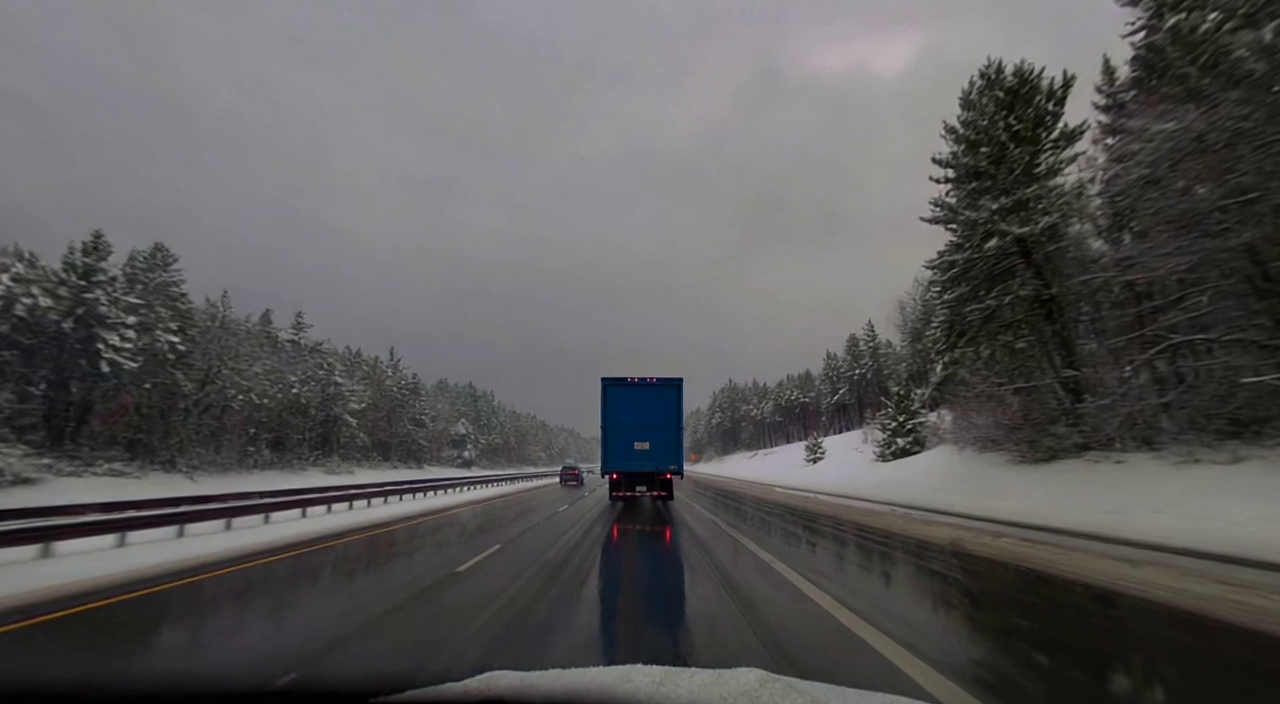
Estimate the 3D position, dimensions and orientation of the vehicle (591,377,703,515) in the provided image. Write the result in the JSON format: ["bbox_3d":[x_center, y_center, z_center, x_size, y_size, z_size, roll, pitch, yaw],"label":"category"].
[{"bbox_3d":[0.045,3.397,21.904,3.008,3.678,9.512,1,-10,-2],"label":"vehicle"}]

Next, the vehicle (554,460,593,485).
[{"bbox_3d":[-4.492,8.266,43.257,2.104,1.536,4.599,1,-10,0],"label":"vehicle"}]
